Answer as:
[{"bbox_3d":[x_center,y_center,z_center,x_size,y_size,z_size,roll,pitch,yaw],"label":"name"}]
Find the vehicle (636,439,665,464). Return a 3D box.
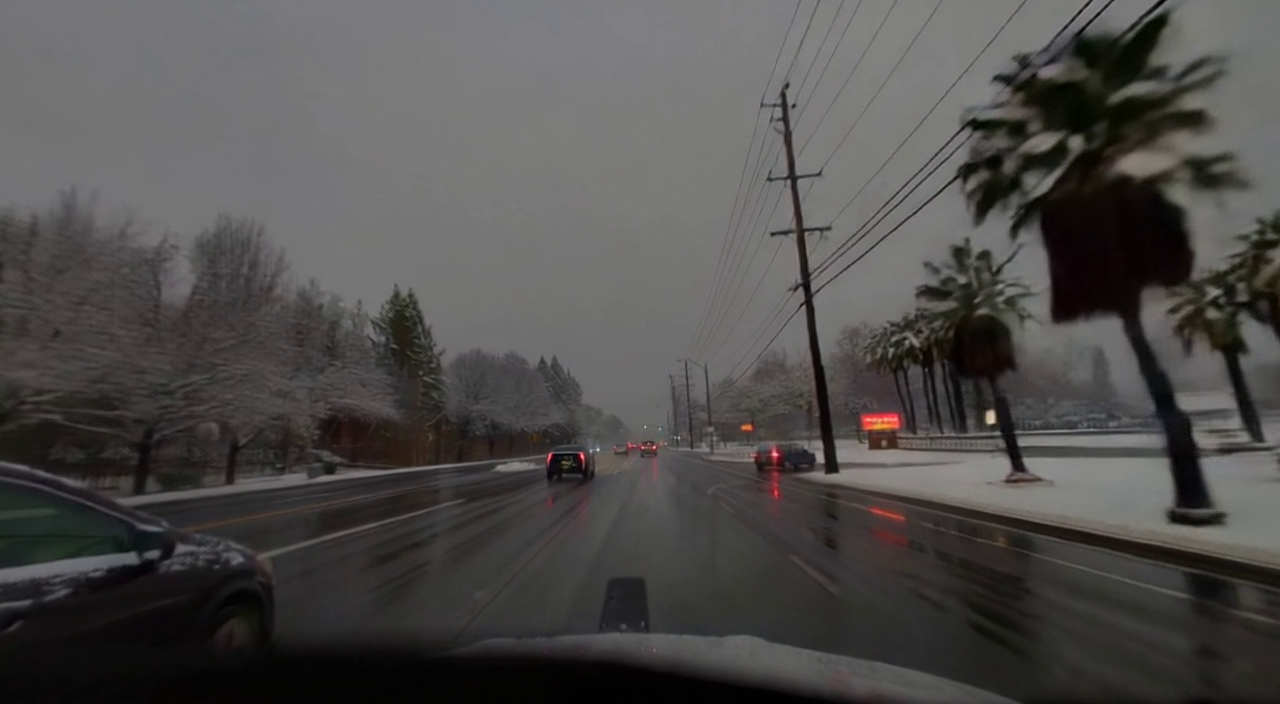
[{"bbox_3d":[0.772,7.600,48.221,2.155,1.781,3.977,0,-9,1],"label":"vehicle"}]

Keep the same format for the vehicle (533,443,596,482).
[{"bbox_3d":[-2.955,4.449,25.674,1.982,1.451,4.152,0,-9,1],"label":"vehicle"}]

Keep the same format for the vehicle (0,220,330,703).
[{"bbox_3d":[-3.041,0.457,0.692,2.381,1.961,5.563,-1,-9,2],"label":"vehicle"}]

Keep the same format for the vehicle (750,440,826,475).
[{"bbox_3d":[7.247,5.064,30.573,2.062,1.541,4.420,-6,-10,33],"label":"vehicle"}]
